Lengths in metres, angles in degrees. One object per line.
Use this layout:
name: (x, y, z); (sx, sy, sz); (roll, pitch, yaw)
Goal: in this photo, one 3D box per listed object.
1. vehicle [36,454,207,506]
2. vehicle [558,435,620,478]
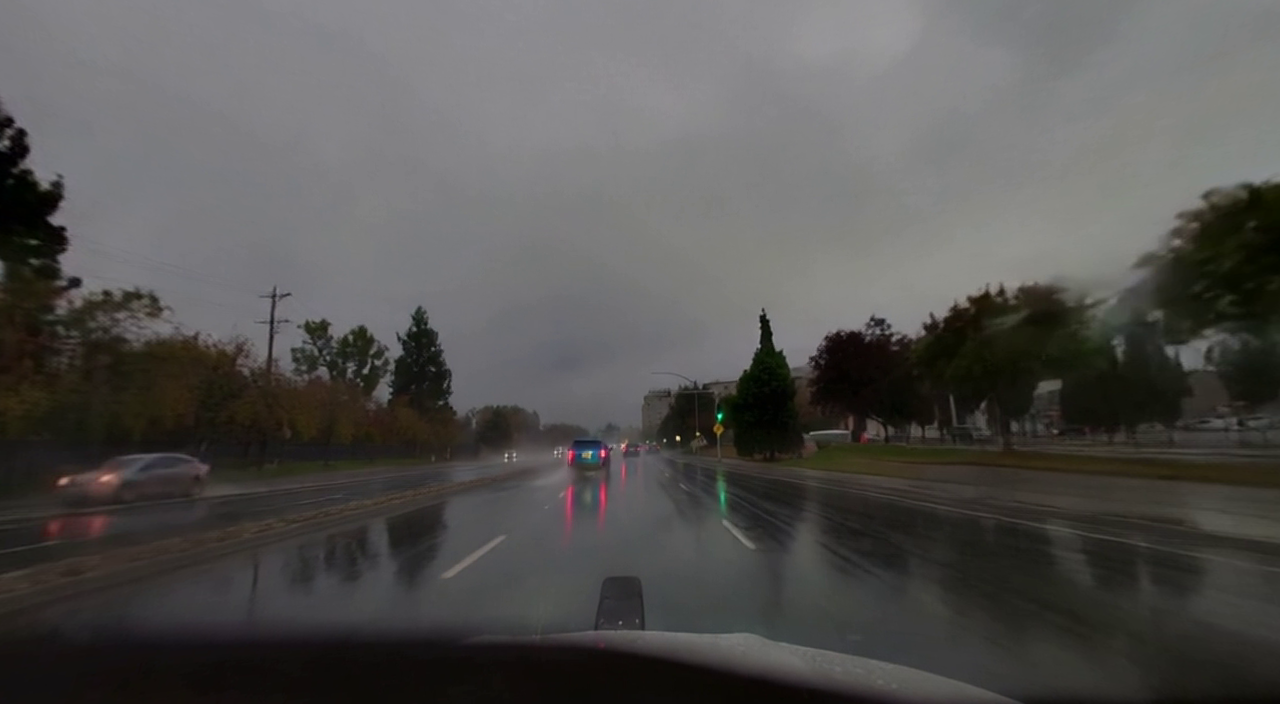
vehicle: (-17.151, 4.214, 21.299); (1.895, 1.502, 4.711); (1, -9, -2)
vehicle: (-2.110, 4.505, 27.337); (2.174, 1.703, 4.231); (0, -9, 2)
